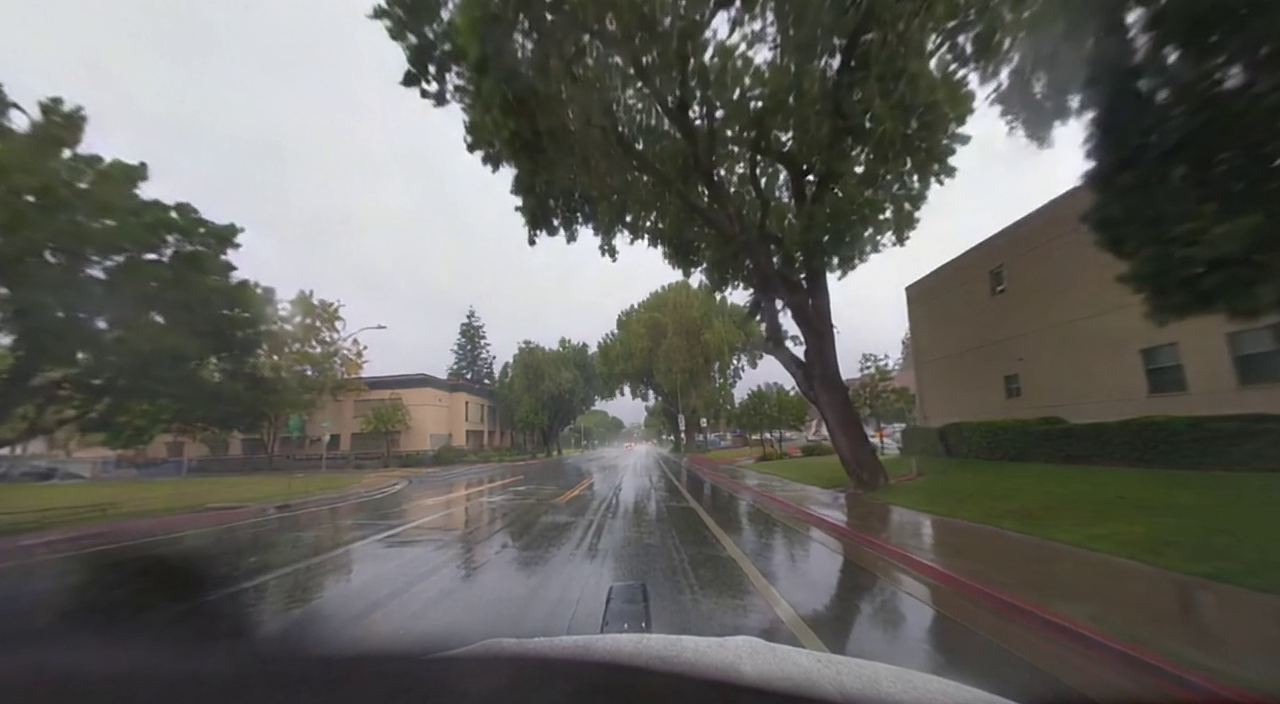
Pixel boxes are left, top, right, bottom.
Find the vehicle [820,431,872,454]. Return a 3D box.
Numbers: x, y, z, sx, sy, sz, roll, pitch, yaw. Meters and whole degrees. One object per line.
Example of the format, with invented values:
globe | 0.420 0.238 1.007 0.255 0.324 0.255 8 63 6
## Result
vehicle | 13.752 6.102 42.380 1.927 1.464 4.644 0 -8 0
